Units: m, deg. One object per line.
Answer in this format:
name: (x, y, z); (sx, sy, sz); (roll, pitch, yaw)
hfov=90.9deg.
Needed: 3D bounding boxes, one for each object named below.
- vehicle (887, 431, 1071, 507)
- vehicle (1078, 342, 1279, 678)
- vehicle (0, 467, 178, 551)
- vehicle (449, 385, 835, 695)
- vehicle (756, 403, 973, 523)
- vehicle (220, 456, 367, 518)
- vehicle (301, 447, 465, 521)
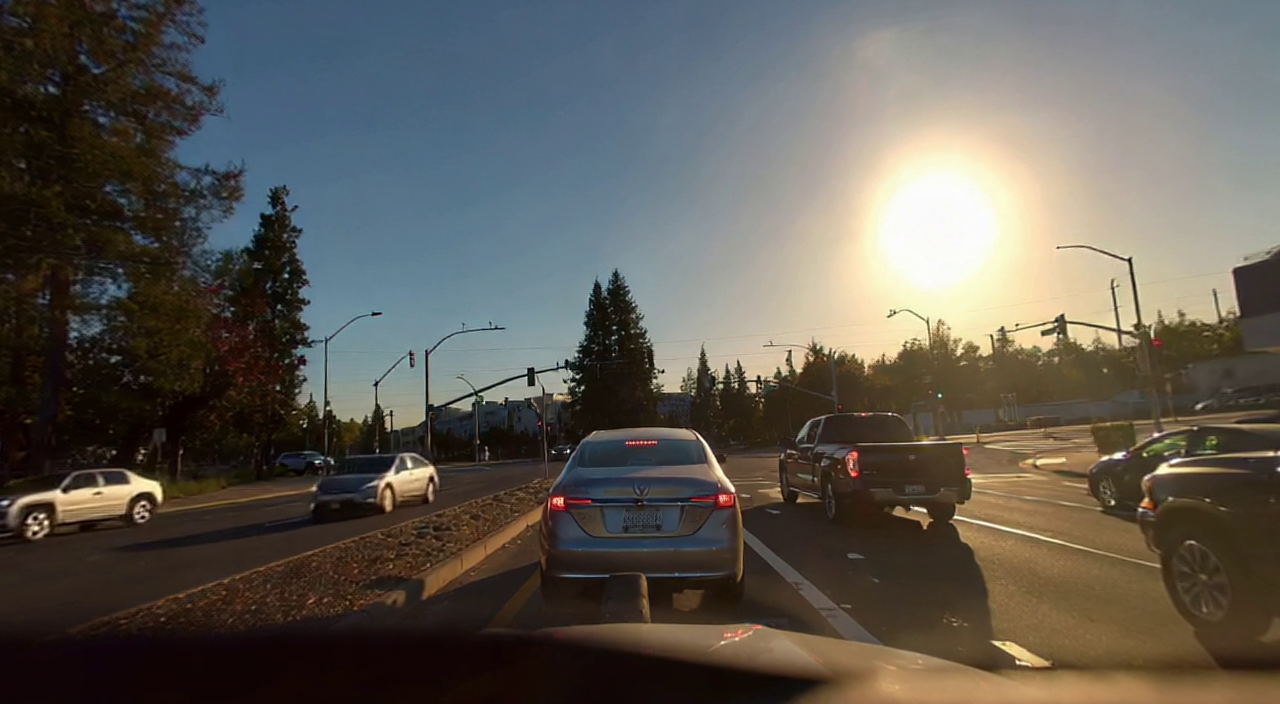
vehicle: (7.594, 2.652, 14.769); (1.856, 1.487, 4.454); (0, -8, 0)
vehicle: (4.452, 0.729, 2.586); (2.019, 1.803, 4.634); (-1, -8, 1)
vehicle: (-13.828, 3.634, 15.187); (1.935, 1.518, 4.415); (-1, -8, 2)
vehicle: (-0.022, 1.315, 5.522); (2.116, 1.677, 3.948); (0, -8, -1)
vehicle: (4.167, 2.209, 13.103); (2.319, 1.930, 5.651); (0, -8, -1)
vehicle: (-9.800, 3.807, 18.290); (1.806, 1.473, 4.303); (0, -8, 0)
vehicle: (-6.087, 3.134, 15.641); (2.157, 1.492, 4.411); (-2, -8, 1)
